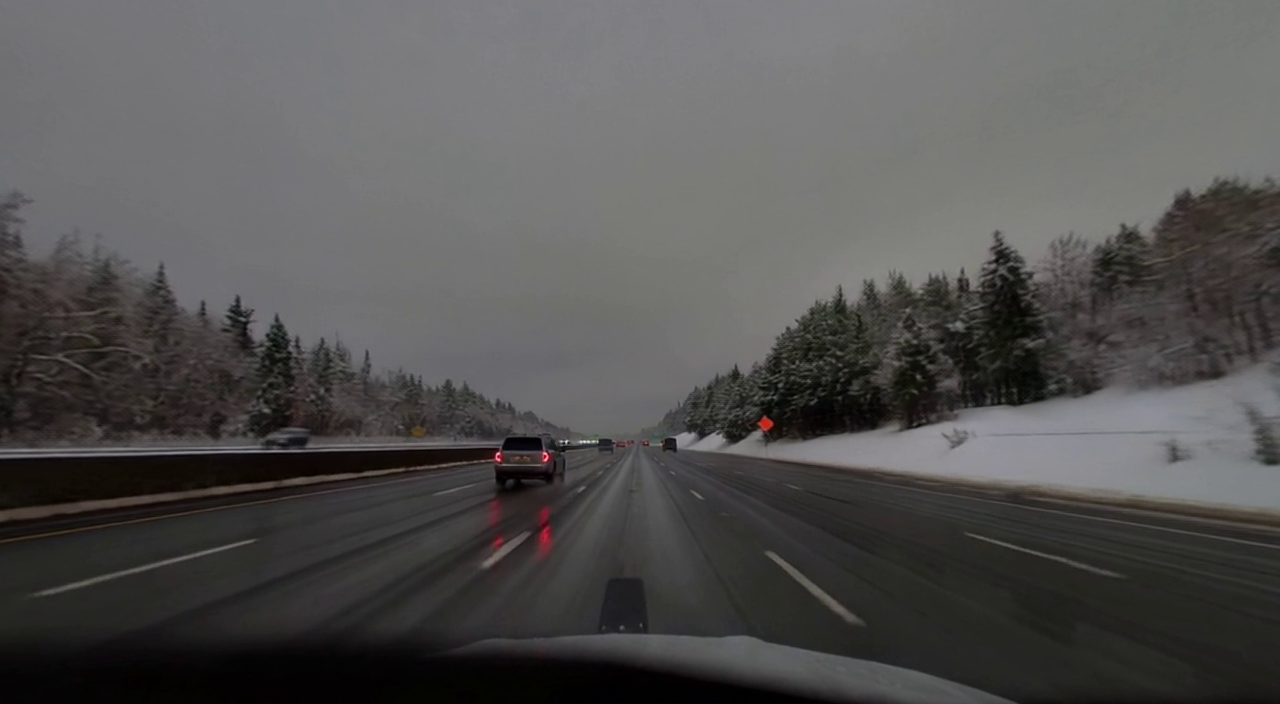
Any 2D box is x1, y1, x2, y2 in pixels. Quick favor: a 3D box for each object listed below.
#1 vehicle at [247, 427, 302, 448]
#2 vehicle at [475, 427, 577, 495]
[{"bbox_3d":[-28.448,6.703,49.191,1.845,1.561,3.894,-1,-9,2],"label":"vehicle"},{"bbox_3d":[-3.424,3.409,20.037,2.218,1.848,4.789,-1,-9,1],"label":"vehicle"}]
